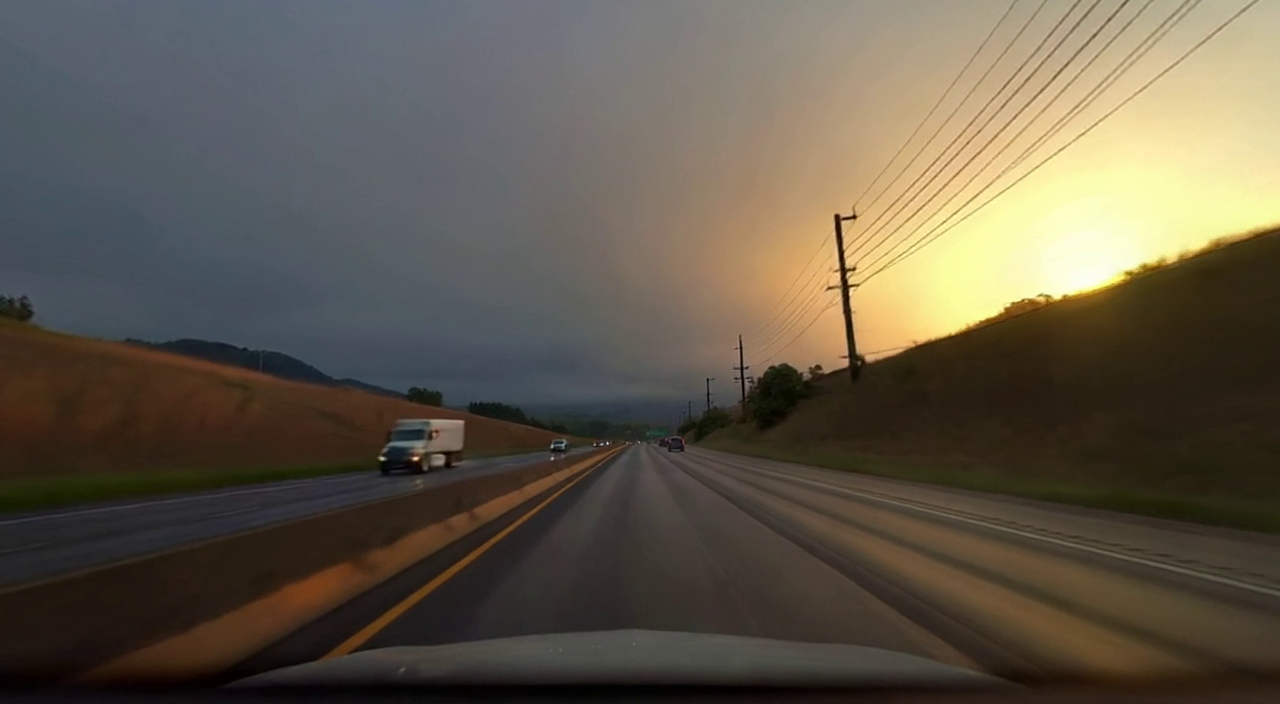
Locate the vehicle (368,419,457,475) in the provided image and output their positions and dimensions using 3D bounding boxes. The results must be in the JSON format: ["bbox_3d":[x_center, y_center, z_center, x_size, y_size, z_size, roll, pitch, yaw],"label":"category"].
[{"bbox_3d":[-11.798,5.002,33.355,2.274,2.665,6.594,-1,-8,0],"label":"vehicle"}]
